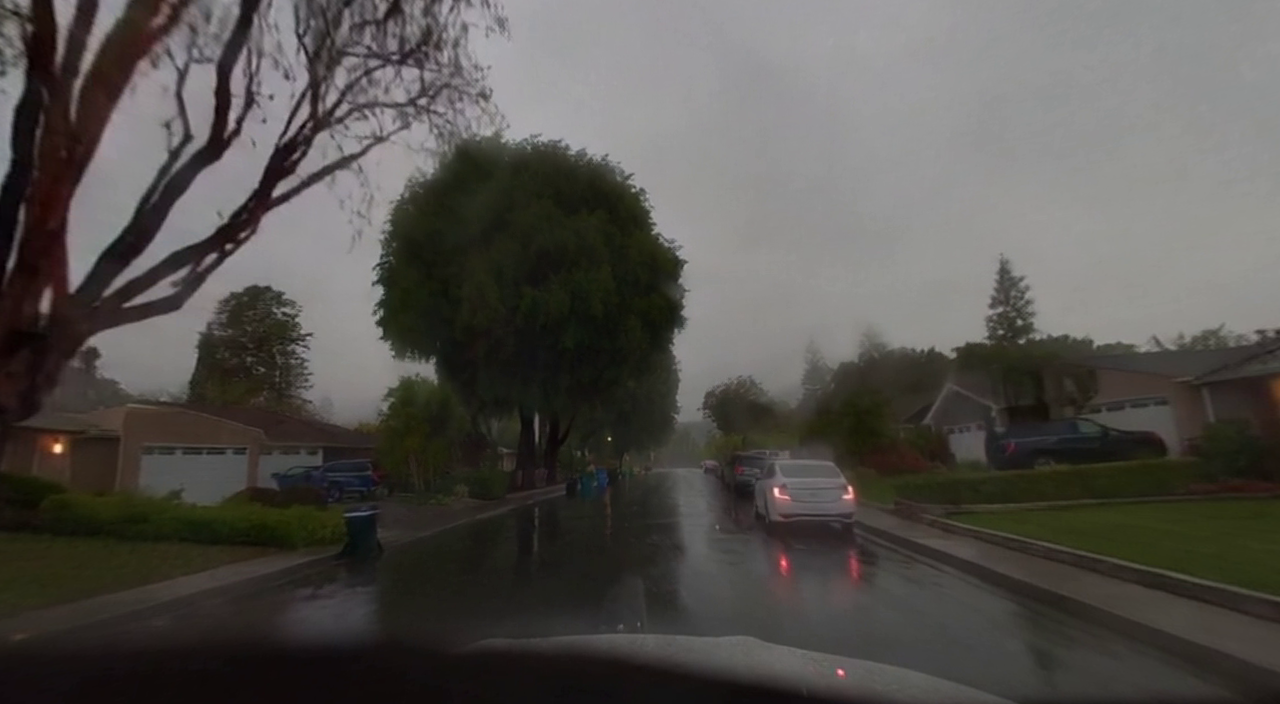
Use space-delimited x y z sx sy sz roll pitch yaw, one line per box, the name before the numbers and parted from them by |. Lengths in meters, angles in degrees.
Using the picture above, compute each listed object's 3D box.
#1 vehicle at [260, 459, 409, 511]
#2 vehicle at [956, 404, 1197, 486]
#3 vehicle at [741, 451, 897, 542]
vehicle | -11.283 4.904 23.551 4.511 1.809 2.018 -1 -10 5
vehicle | 11.707 2.607 17.350 4.861 1.911 2.181 1 -13 6
vehicle | 3.395 2.830 13.058 2.009 1.506 4.698 0 -9 2
